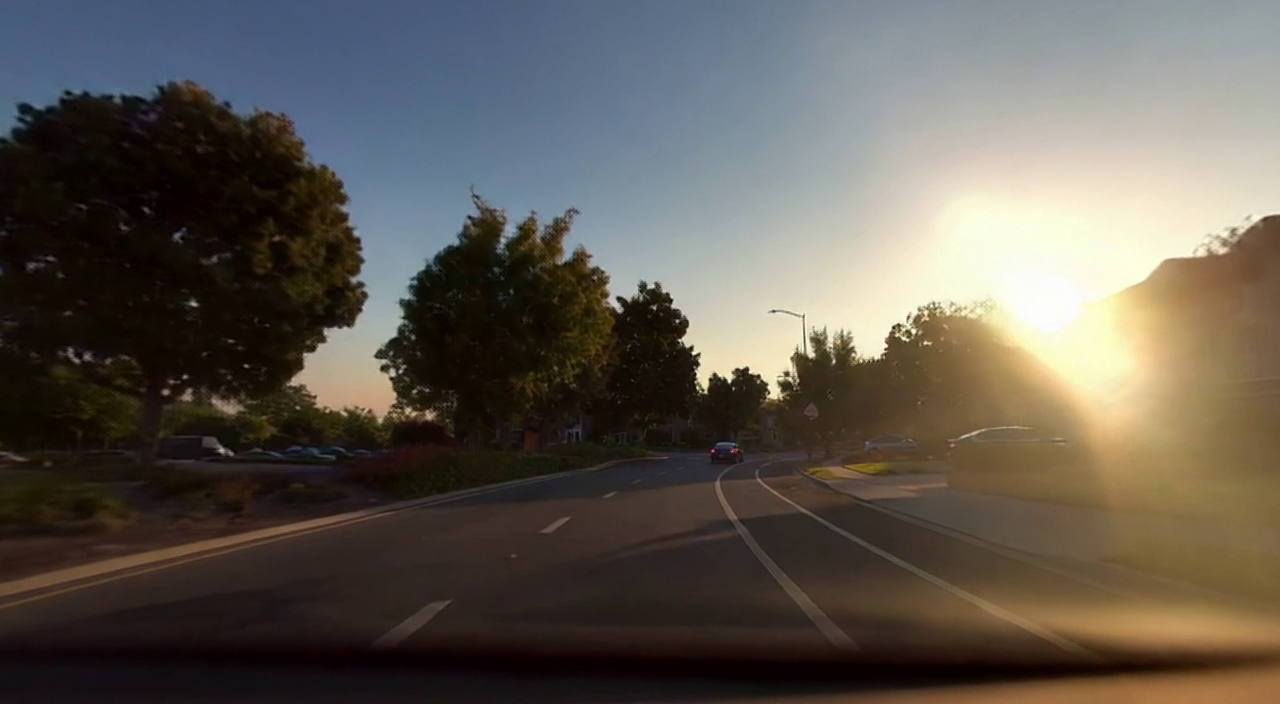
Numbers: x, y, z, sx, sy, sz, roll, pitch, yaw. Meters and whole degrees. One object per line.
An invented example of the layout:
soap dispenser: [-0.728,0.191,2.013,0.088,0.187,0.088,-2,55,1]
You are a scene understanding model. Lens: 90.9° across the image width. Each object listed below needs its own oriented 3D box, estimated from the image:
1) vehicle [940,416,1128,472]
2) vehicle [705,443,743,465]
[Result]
vehicle: [13.515,3.222,21.995,4.999,1.791,2.177,-2,-9,11]
vehicle: [5.903,7.099,43.994,2.050,1.456,4.003,-2,-9,15]
